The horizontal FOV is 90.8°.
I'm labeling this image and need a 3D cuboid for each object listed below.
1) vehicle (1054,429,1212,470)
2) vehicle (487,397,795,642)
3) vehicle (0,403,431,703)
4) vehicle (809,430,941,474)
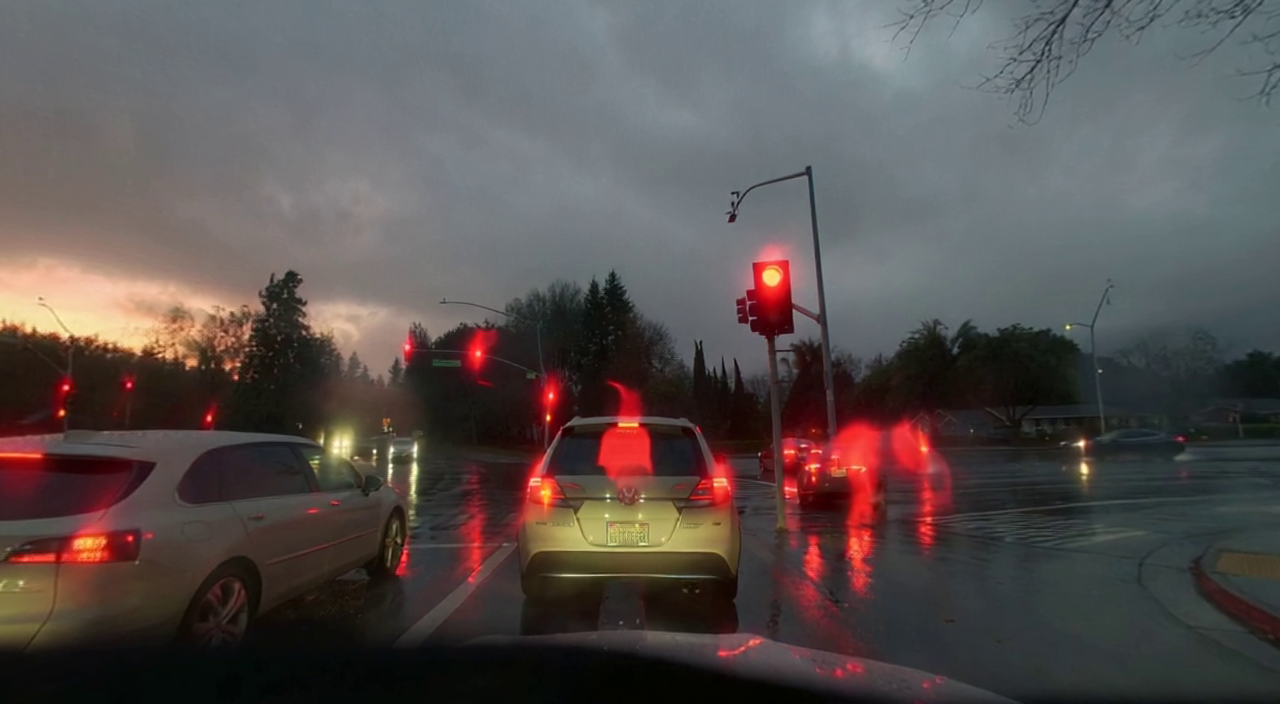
[{"bbox_3d":[20.130,4.000,25.985,4.670,1.616,1.926,-1,-9,6],"label":"vehicle"},{"bbox_3d":[-0.134,1.468,6.555,2.154,1.670,4.140,1,-9,-4],"label":"vehicle"},{"bbox_3d":[-3.283,1.277,4.714,2.035,1.492,4.415,0,-9,-2],"label":"vehicle"},{"bbox_3d":[9.945,4.281,27.086,4.887,1.769,2.035,-1,-9,6],"label":"vehicle"}]
